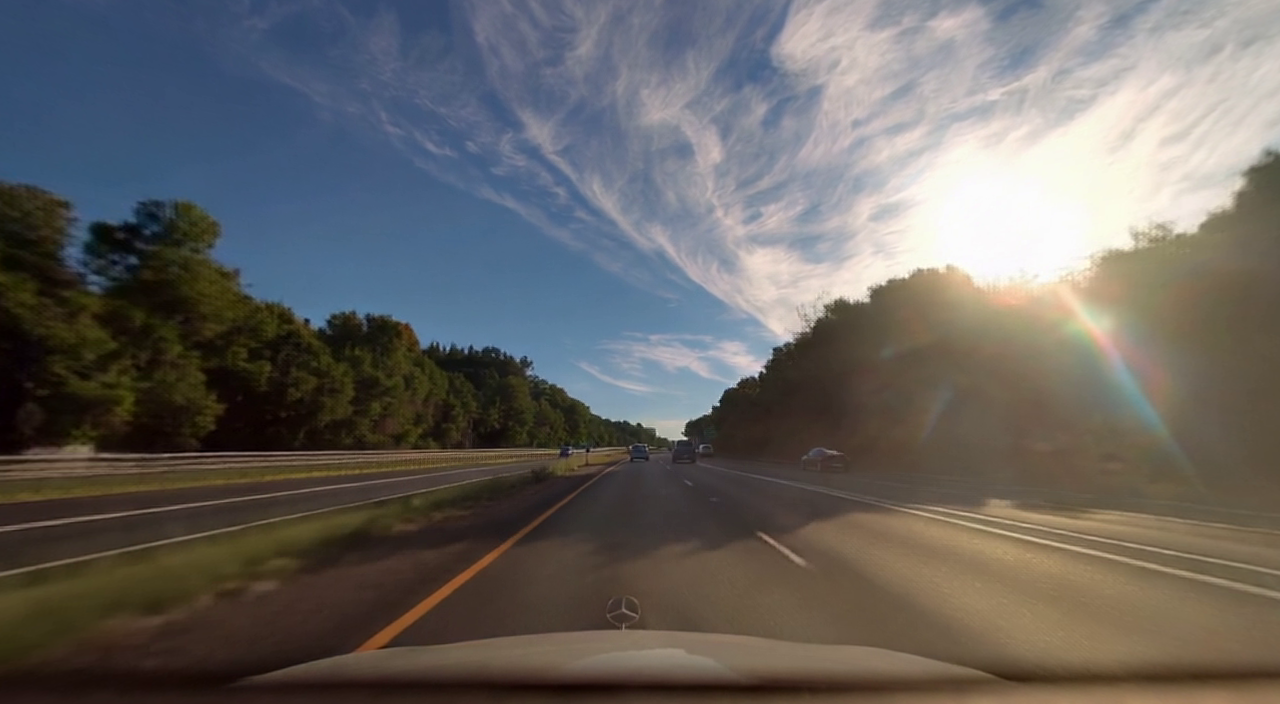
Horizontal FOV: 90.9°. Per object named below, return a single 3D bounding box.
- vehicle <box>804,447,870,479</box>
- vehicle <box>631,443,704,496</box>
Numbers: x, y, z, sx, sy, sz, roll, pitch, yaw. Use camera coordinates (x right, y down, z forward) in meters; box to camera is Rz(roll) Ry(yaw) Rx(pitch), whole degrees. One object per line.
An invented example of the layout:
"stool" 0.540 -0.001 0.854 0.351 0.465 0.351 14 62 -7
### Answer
"vehicle" 9.631 5.441 31.107 1.926 1.483 3.528 0 -9 -3
"vehicle" 0.742 3.621 19.772 2.053 1.483 4.185 0 -9 -1
